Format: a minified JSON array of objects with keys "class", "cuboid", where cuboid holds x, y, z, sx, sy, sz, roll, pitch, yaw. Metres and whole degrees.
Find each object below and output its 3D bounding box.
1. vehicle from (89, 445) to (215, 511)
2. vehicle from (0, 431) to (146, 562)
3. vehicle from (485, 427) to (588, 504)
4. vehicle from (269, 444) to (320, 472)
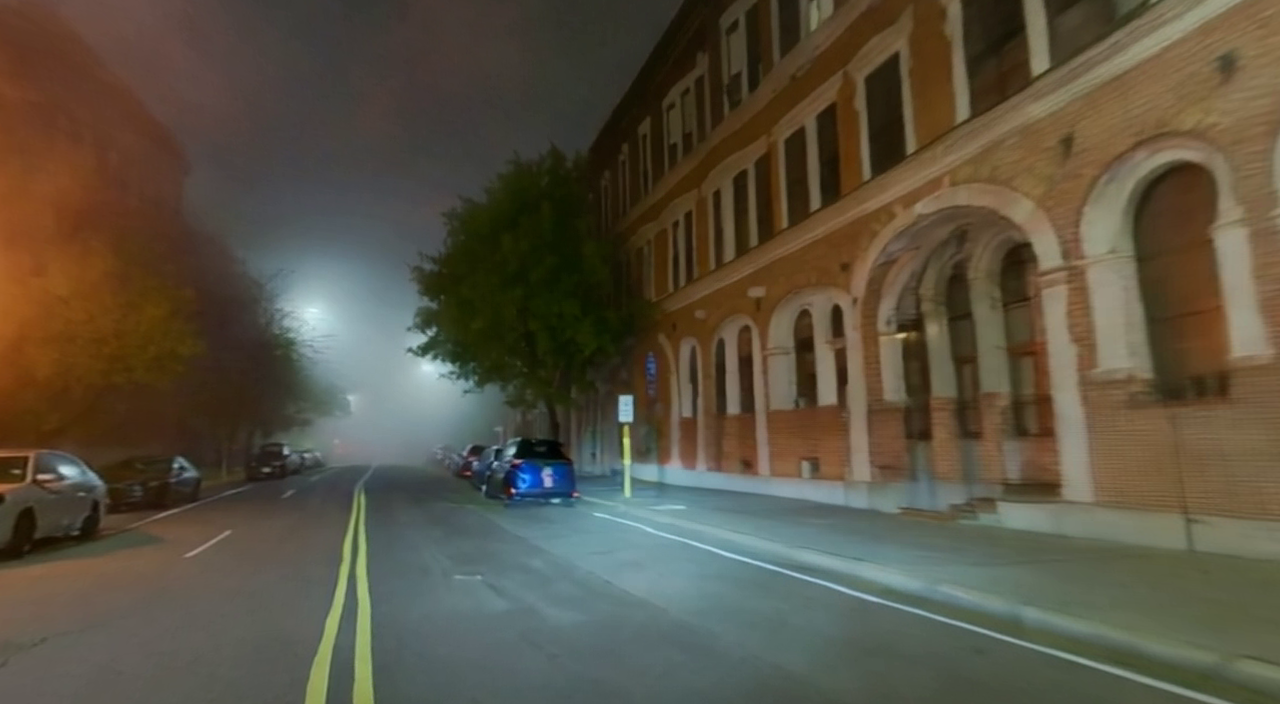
[{"class":"vehicle","cuboid":[-12.617,3.207,16.539,1.631,1.459,3.489,1,-8,-21]},{"class":"vehicle","cuboid":[-10.275,2.201,10.323,2.186,1.705,5.078,3,-9,-24]},{"class":"vehicle","cuboid":[-2.984,3.056,17.388,1.953,1.804,4.518,3,-9,-20]},{"class":"vehicle","cuboid":[-19.851,6.092,36.368,1.934,1.478,4.180,3,-9,-20]}]
